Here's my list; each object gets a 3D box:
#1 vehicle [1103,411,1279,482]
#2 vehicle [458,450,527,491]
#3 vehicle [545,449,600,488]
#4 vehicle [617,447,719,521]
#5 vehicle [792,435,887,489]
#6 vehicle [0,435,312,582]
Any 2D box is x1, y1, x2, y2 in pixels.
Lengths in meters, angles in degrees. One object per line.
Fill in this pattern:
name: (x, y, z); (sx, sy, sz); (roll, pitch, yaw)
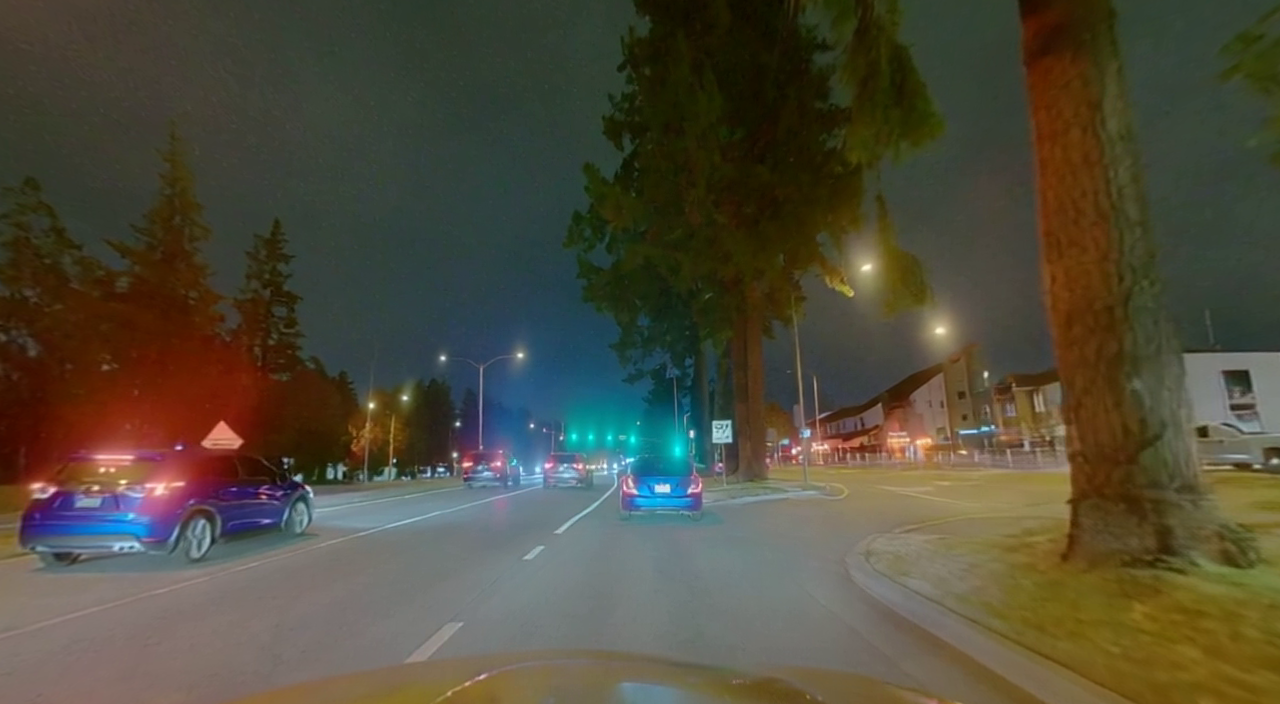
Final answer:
vehicle: (17.937, 2.872, 19.148); (5.852, 1.962, 2.323); (-7, -11, 41)
vehicle: (-6.869, 5.525, 29.779); (2.032, 1.767, 4.549); (0, -9, 1)
vehicle: (-3.230, 5.676, 31.091); (2.055, 1.725, 4.732); (0, -9, 2)
vehicle: (0.604, 3.021, 14.972); (2.091, 1.494, 3.962); (0, -9, 1)
vehicle: (8.751, 4.853, 28.349); (2.412, 2.116, 5.939); (0, -8, 1)
vehicle: (-7.033, 2.110, 9.378); (1.968, 1.657, 4.230); (0, -9, 1)
